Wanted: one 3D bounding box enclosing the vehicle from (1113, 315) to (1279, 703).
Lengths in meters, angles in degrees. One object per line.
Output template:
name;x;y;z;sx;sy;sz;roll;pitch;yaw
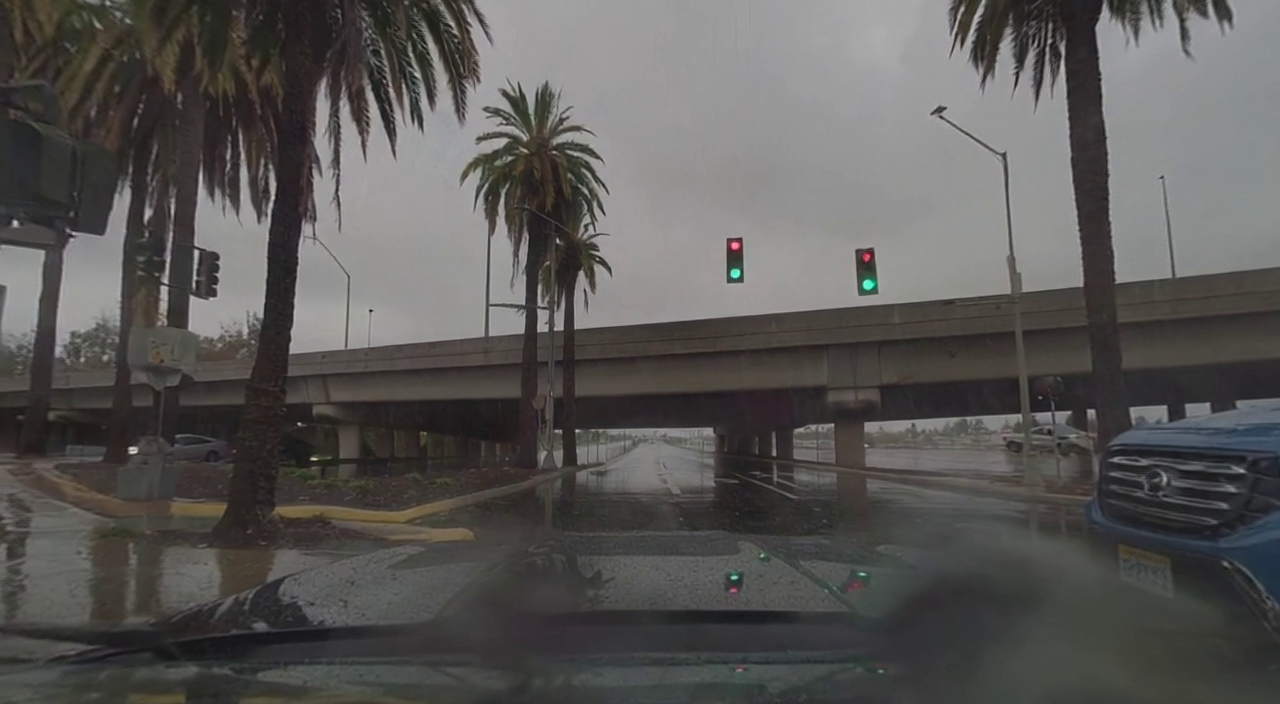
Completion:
vehicle;3.445;0.508;0.774;2.028;1.770;4.737;0;-9;0

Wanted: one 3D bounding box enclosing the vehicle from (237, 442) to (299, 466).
vehicle;-26.287;7.193;44.613;1.941;1.631;4.017;0;-9;0

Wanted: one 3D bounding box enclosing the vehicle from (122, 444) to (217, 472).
vehicle;-26.573;5.983;35.768;1.830;1.443;4.551;0;-9;1
